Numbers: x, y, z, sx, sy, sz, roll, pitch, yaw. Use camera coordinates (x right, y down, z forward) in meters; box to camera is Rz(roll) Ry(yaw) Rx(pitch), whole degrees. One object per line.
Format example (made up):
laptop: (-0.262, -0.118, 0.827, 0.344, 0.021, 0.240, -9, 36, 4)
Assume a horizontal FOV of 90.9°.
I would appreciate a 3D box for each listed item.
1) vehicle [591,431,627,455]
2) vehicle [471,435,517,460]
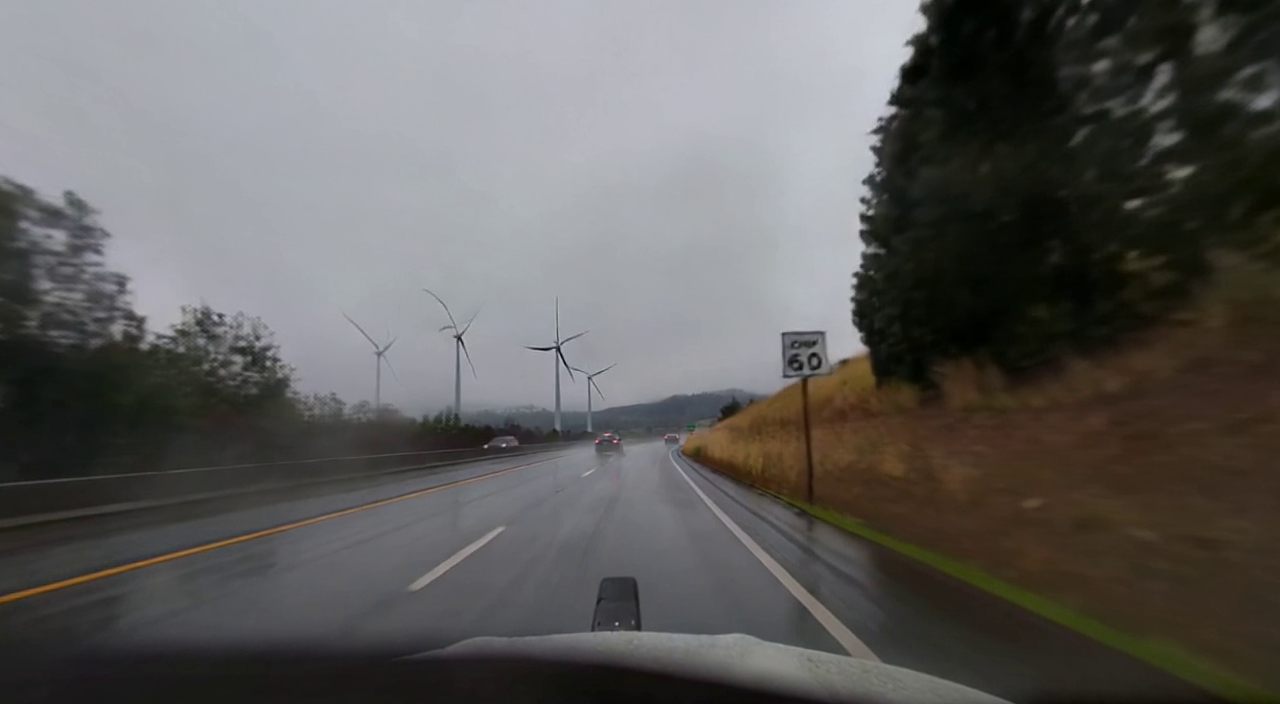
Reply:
vehicle: (-2.115, 6.403, 44.554, 2.123, 1.629, 4.180, 0, -8, 3)
vehicle: (-9.048, 5.931, 39.372, 1.850, 1.450, 3.951, 0, -8, 2)
